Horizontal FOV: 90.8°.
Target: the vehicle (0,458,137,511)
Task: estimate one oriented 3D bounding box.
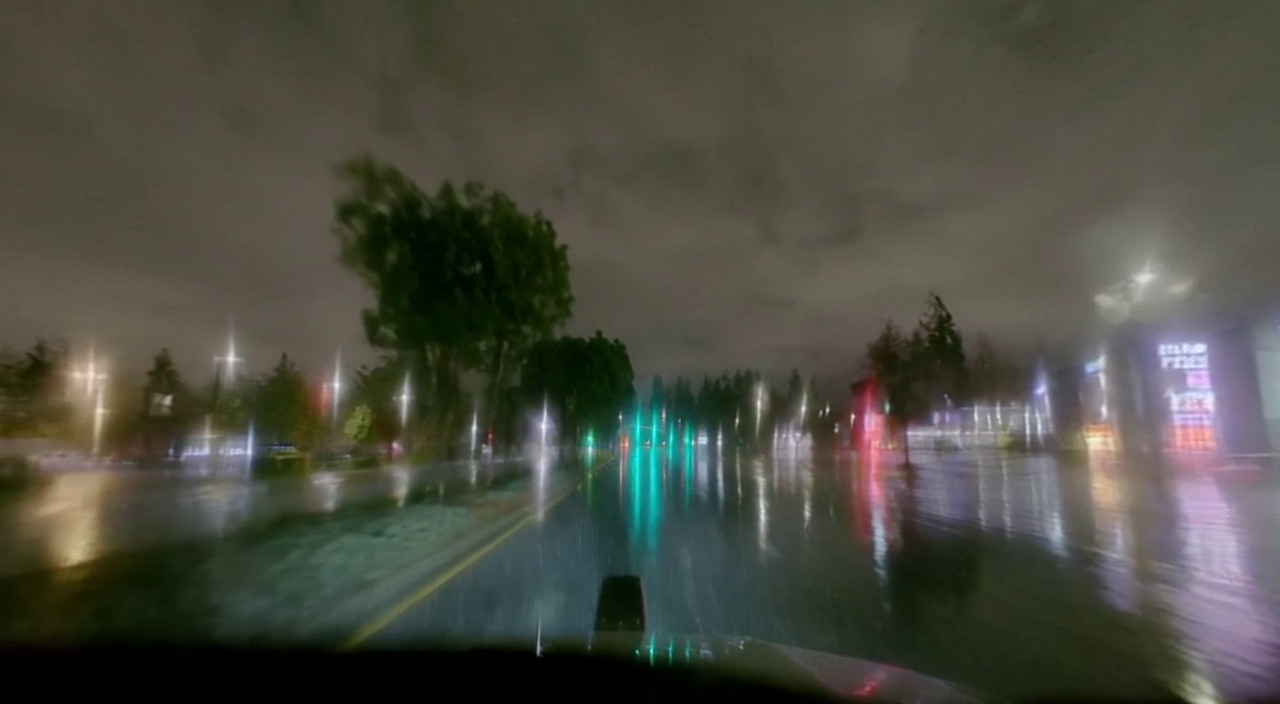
[{"bbox_3d":[-19.440,4.328,20.939,1.889,1.497,4.478,-3,-9,-1],"label":"vehicle"}]

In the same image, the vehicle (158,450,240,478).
[{"bbox_3d":[-28.554,7.236,41.111,1.948,1.689,4.553,0,-8,2],"label":"vehicle"}]
